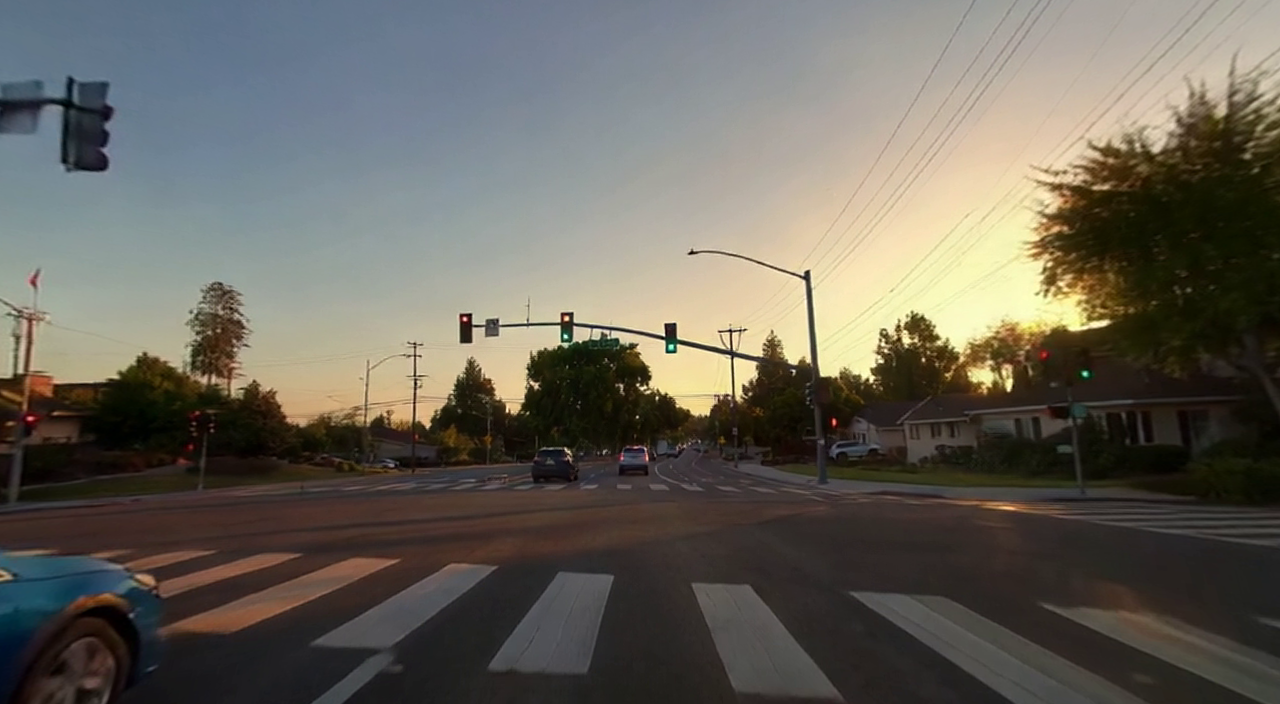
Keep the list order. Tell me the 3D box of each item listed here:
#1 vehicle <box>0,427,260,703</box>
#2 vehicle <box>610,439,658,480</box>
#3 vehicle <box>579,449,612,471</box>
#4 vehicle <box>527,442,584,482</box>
[{"bbox_3d":[-3.401,0.906,1.787,1.901,1.409,4.442,0,-8,0],"label":"vehicle"},{"bbox_3d":[-0.248,5.170,30.617,2.155,1.836,4.250,0,-8,0],"label":"vehicle"},{"bbox_3d":[-3.120,7.684,45.166,1.863,1.449,4.153,0,-8,3],"label":"vehicle"},{"bbox_3d":[-3.738,4.926,28.642,1.899,1.685,4.121,0,-8,1],"label":"vehicle"}]
